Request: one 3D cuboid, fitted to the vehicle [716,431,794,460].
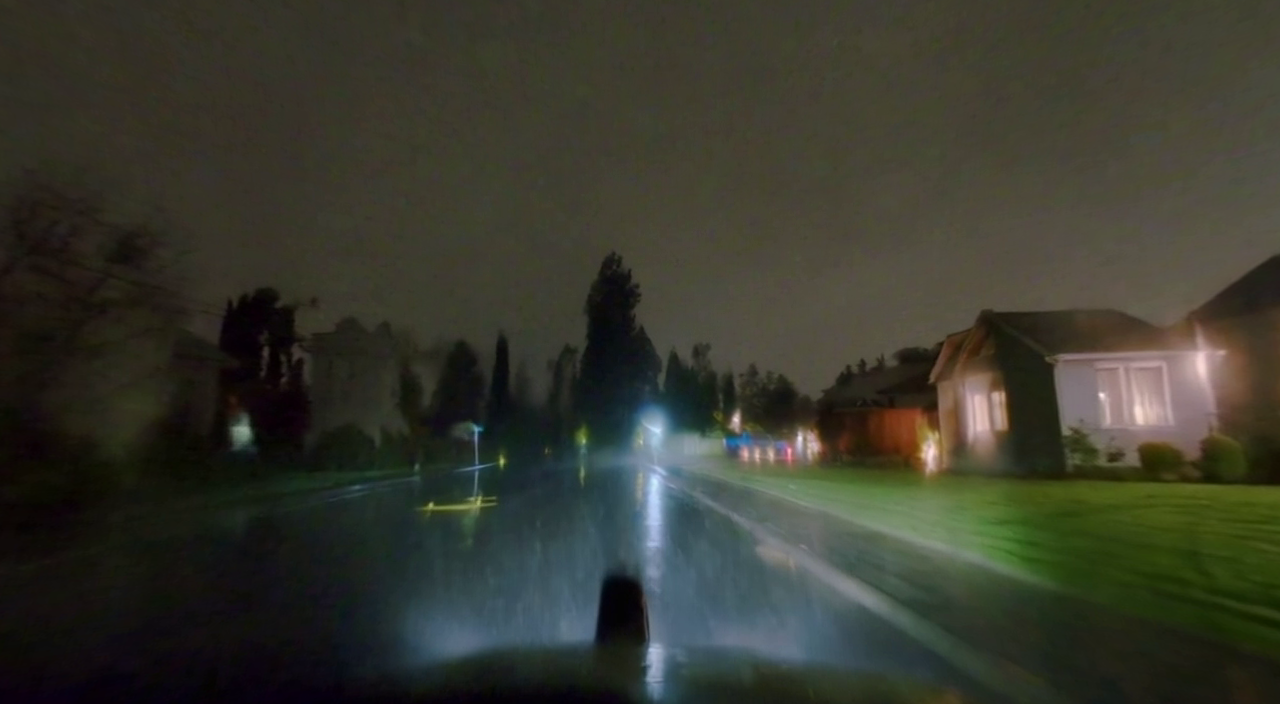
[{"bbox_3d":[6.694,5.455,36.933,4.153,1.605,1.835,1,-8,-4],"label":"vehicle"}]
